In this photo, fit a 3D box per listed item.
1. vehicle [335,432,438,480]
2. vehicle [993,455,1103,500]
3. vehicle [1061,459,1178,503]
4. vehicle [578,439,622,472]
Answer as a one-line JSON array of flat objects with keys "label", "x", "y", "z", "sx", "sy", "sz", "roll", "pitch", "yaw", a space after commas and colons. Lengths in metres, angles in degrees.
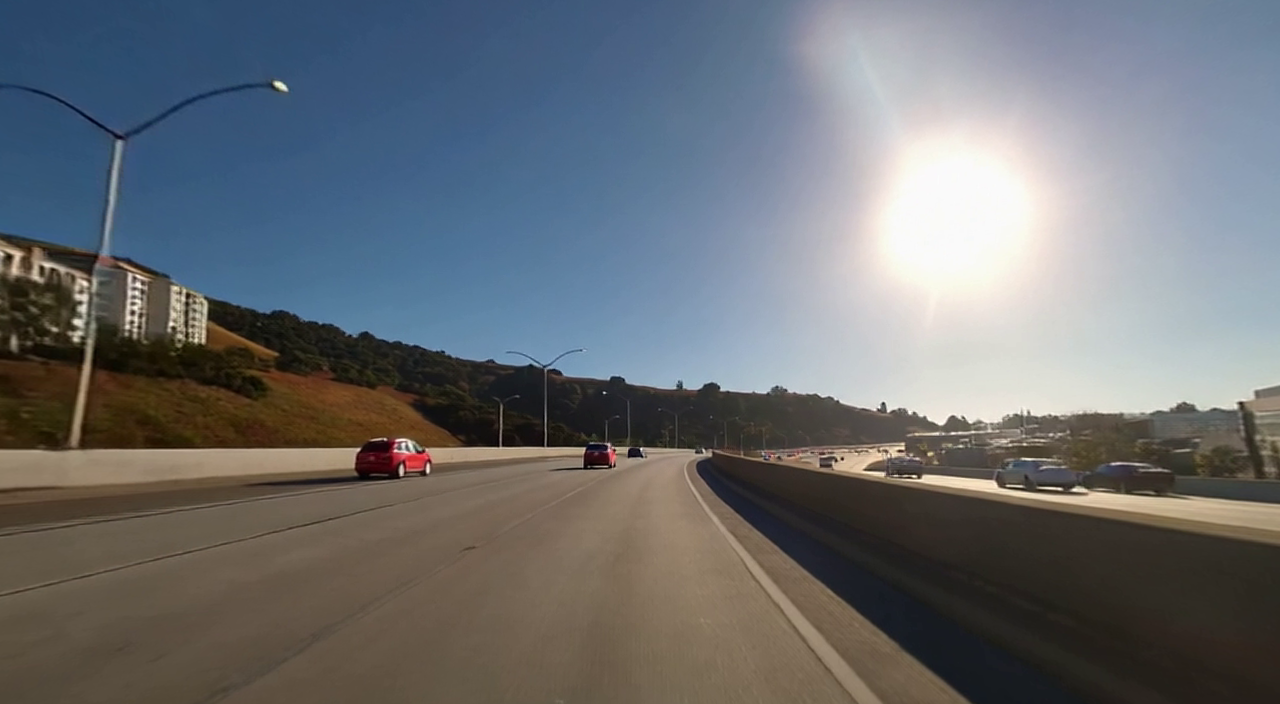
[{"label": "vehicle", "x": -10.081, "y": 4.181, "z": 25.537, "sx": 2.039, "sy": 1.746, "sz": 4.528, "roll": -1, "pitch": -8, "yaw": 4}, {"label": "vehicle", "x": 16.454, "y": 5.034, "z": 25.742, "sx": 1.786, "sy": 1.559, "sz": 4.496, "roll": -1, "pitch": -8, "yaw": 6}, {"label": "vehicle", "x": 21.032, "y": 5.638, "z": 27.937, "sx": 2.010, "sy": 1.620, "sz": 4.347, "roll": -1, "pitch": -8, "yaw": 5}, {"label": "vehicle", "x": -2.248, "y": 5.999, "z": 36.708, "sx": 2.028, "sy": 1.782, "sz": 4.150, "roll": -1, "pitch": -8, "yaw": 4}]
